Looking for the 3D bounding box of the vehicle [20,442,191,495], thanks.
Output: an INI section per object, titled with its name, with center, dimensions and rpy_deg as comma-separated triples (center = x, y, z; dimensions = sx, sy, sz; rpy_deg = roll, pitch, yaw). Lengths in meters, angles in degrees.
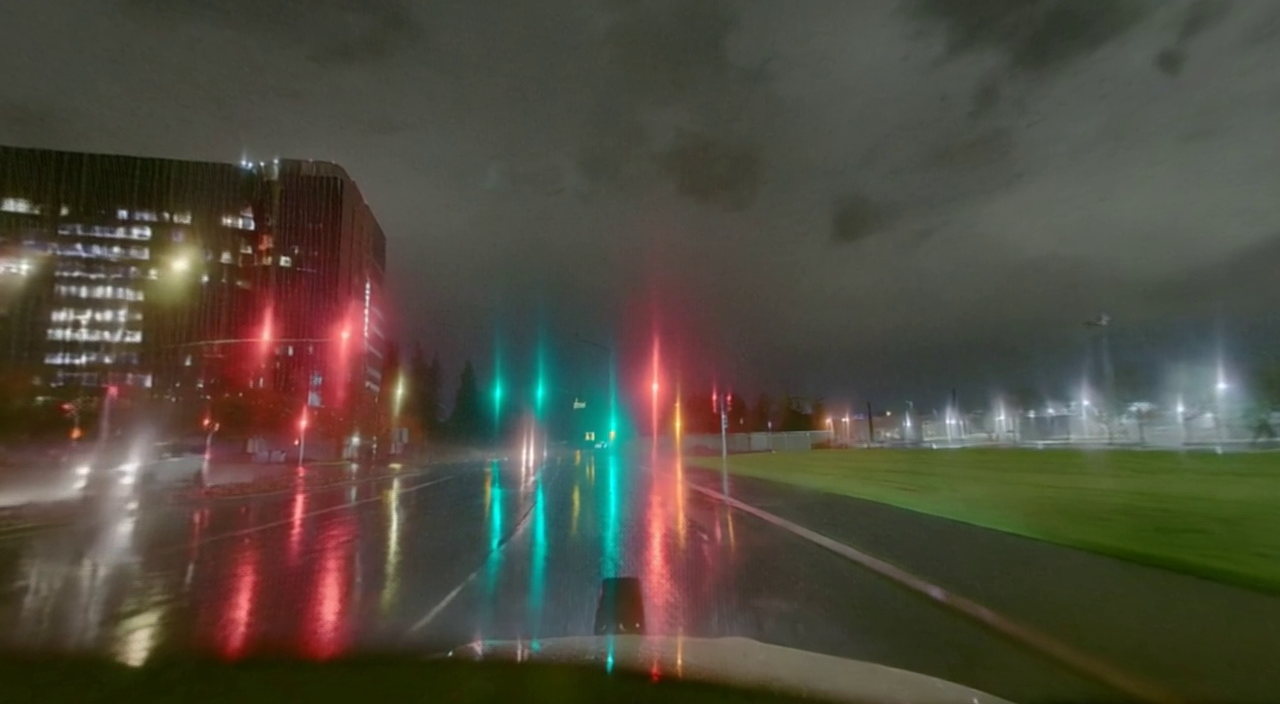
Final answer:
[vehicle]
center = -17.769, 3.868, 21.306
dimensions = 1.870, 1.594, 4.447
rpy_deg = 0, -9, -1
